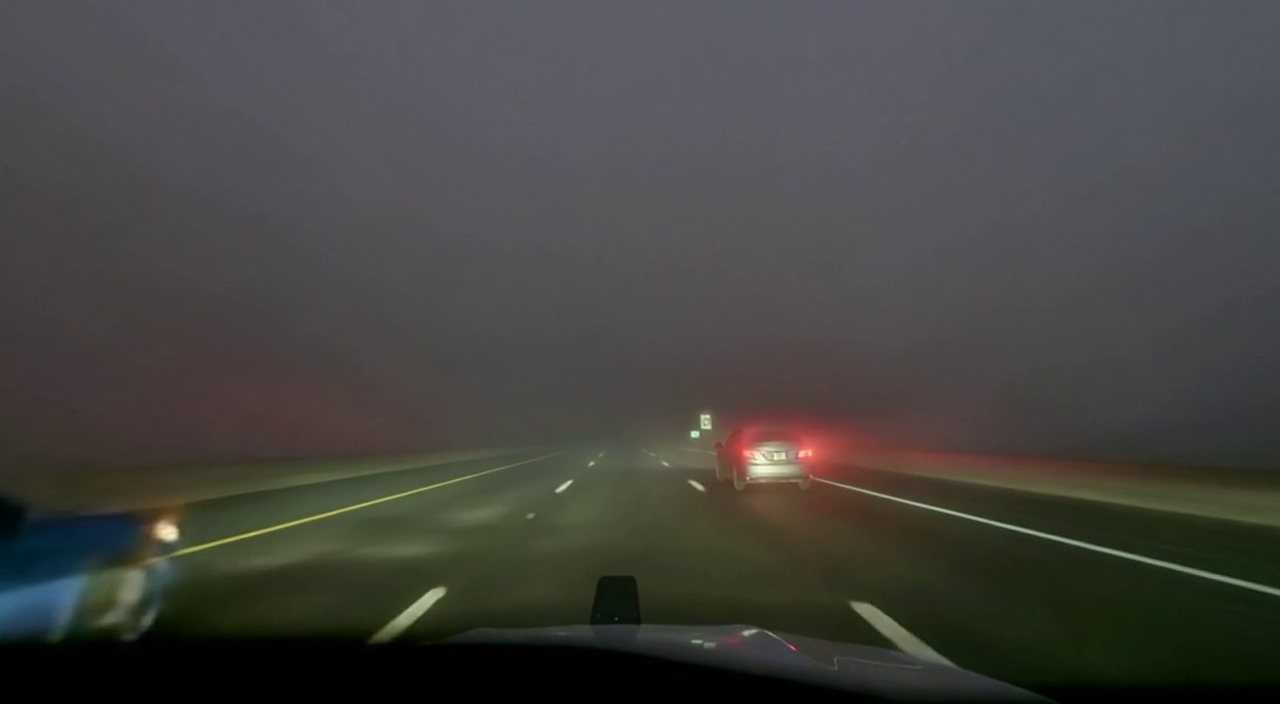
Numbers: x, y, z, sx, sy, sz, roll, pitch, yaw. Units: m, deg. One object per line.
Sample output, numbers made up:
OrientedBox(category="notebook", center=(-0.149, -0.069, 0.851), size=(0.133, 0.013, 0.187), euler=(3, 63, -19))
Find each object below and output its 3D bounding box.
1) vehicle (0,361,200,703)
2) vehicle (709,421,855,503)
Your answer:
OrientedBox(category="vehicle", center=(-3.735, 0.701, 1.512), size=(2.206, 1.604, 4.374), euler=(0, -8, -1))
OrientedBox(category="vehicle", center=(3.129, 2.540, 14.968), size=(2.349, 1.651, 4.161), euler=(0, -8, -2))
